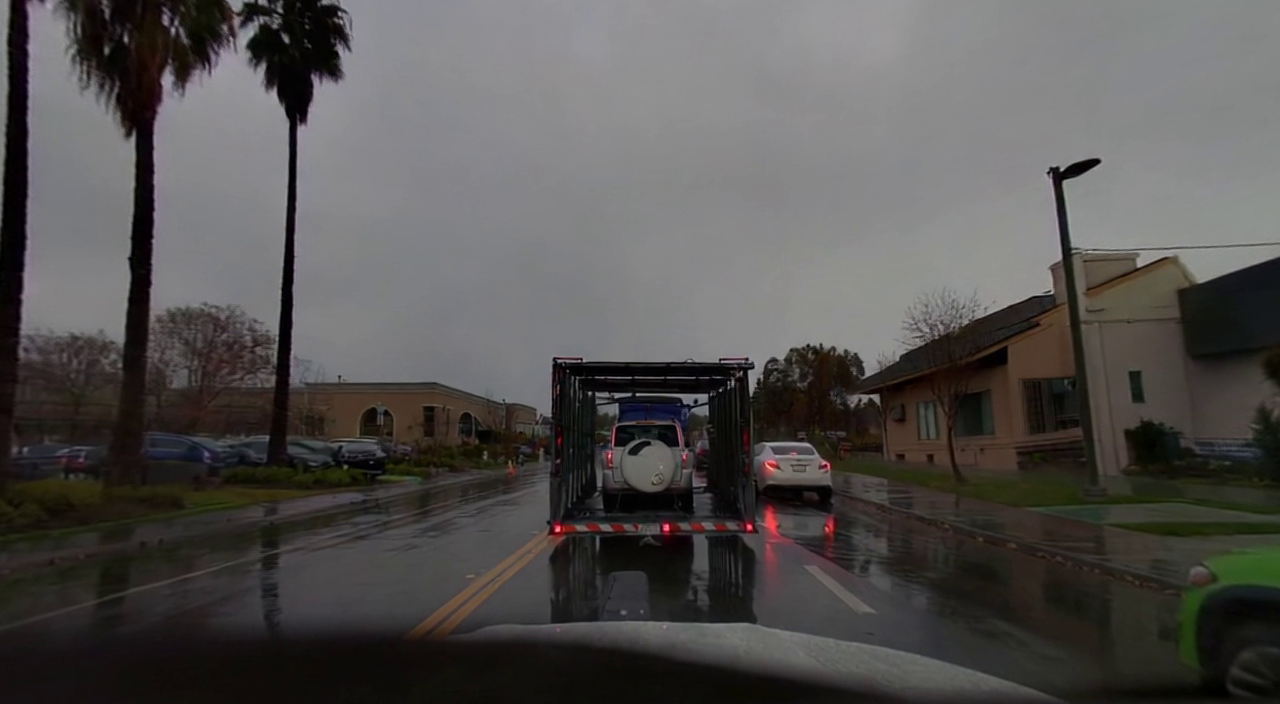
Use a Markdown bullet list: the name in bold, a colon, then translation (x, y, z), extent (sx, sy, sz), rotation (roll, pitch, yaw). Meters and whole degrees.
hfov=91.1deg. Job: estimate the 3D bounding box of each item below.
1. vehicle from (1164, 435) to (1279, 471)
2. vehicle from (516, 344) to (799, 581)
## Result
- **vehicle**: translation (28.576, 4.890, 30.603), extent (4.193, 1.633, 1.928), rotation (-4, -9, 26)
- **vehicle**: translation (0.185, 1.542, 9.420), extent (2.728, 2.305, 6.506), rotation (0, -8, 0)
